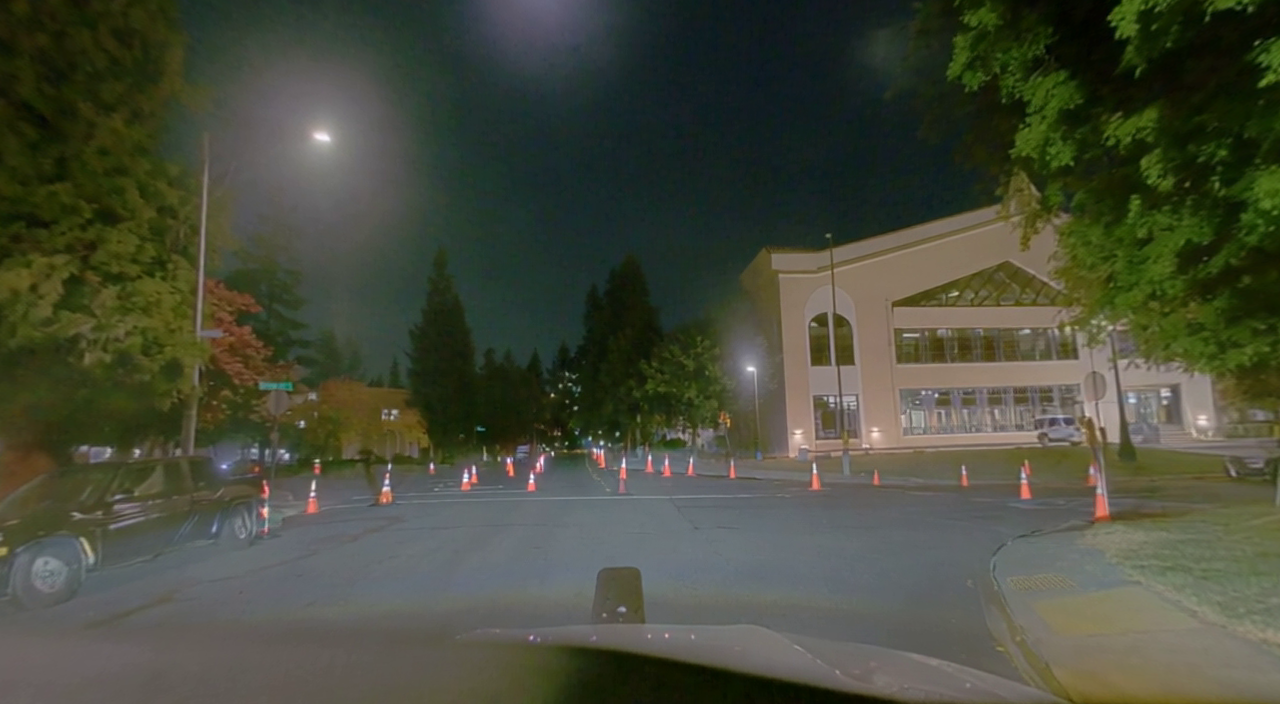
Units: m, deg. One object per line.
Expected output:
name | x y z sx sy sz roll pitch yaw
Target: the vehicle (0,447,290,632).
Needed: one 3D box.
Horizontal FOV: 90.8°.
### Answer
vehicle | -7.596 2.007 7.556 2.961 1.701 7.563 1 -9 -4
